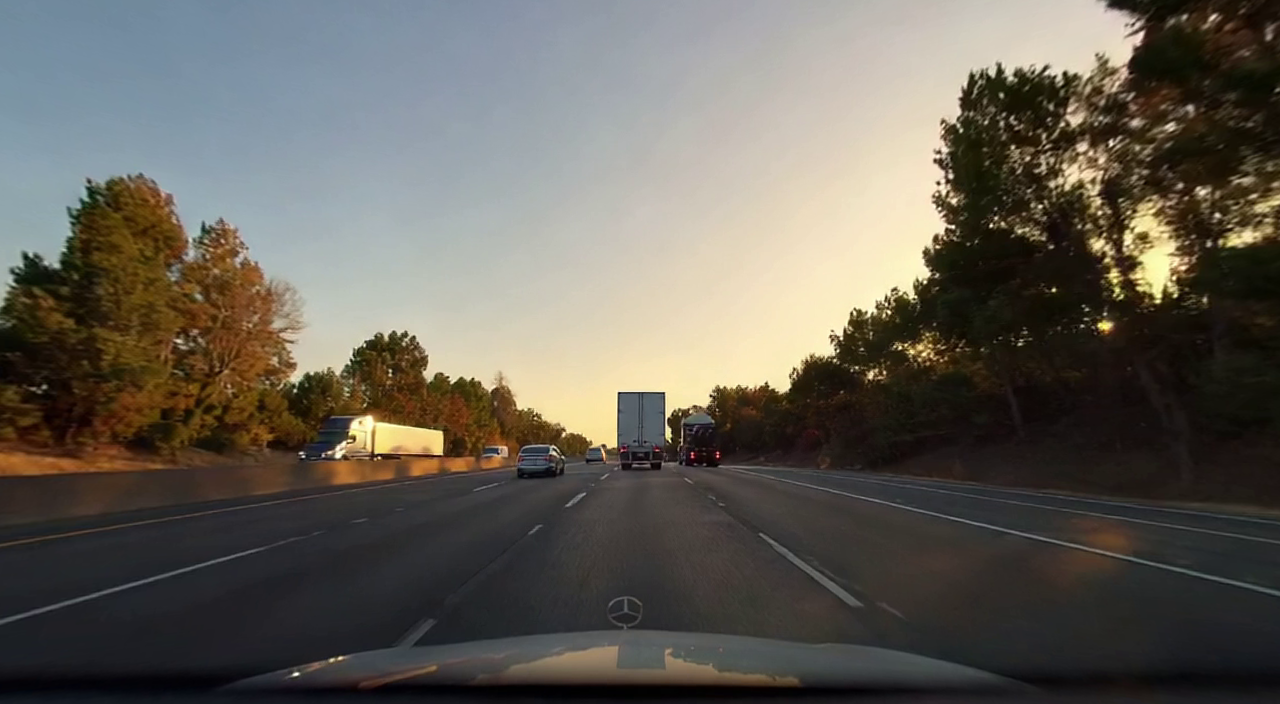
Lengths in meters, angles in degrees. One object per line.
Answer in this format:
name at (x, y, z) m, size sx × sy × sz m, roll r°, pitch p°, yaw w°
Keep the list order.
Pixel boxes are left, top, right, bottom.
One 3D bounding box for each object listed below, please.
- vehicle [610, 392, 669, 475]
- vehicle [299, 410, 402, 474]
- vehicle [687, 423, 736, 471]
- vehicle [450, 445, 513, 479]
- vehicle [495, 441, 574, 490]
vehicle at (-0.119, 4.946, 37.118) m, size 2.875 × 4.056 × 12.312 m, roll 0°, pitch -9°, yaw -1°
vehicle at (-18.373, 5.844, 40.678) m, size 3.084 × 3.687 × 7.389 m, roll 0°, pitch -9°, yaw -1°
vehicle at (4.556, 6.138, 40.699) m, size 2.565 × 2.902 × 3.798 m, roll 0°, pitch -9°, yaw -2°
vehicle at (-7.362, 5.163, 29.689) m, size 1.926 × 1.482 × 3.959 m, roll 0°, pitch -9°, yaw 1°
vehicle at (-3.569, 3.928, 22.117) m, size 2.061 × 1.555 × 3.900 m, roll 0°, pitch -9°, yaw 0°
